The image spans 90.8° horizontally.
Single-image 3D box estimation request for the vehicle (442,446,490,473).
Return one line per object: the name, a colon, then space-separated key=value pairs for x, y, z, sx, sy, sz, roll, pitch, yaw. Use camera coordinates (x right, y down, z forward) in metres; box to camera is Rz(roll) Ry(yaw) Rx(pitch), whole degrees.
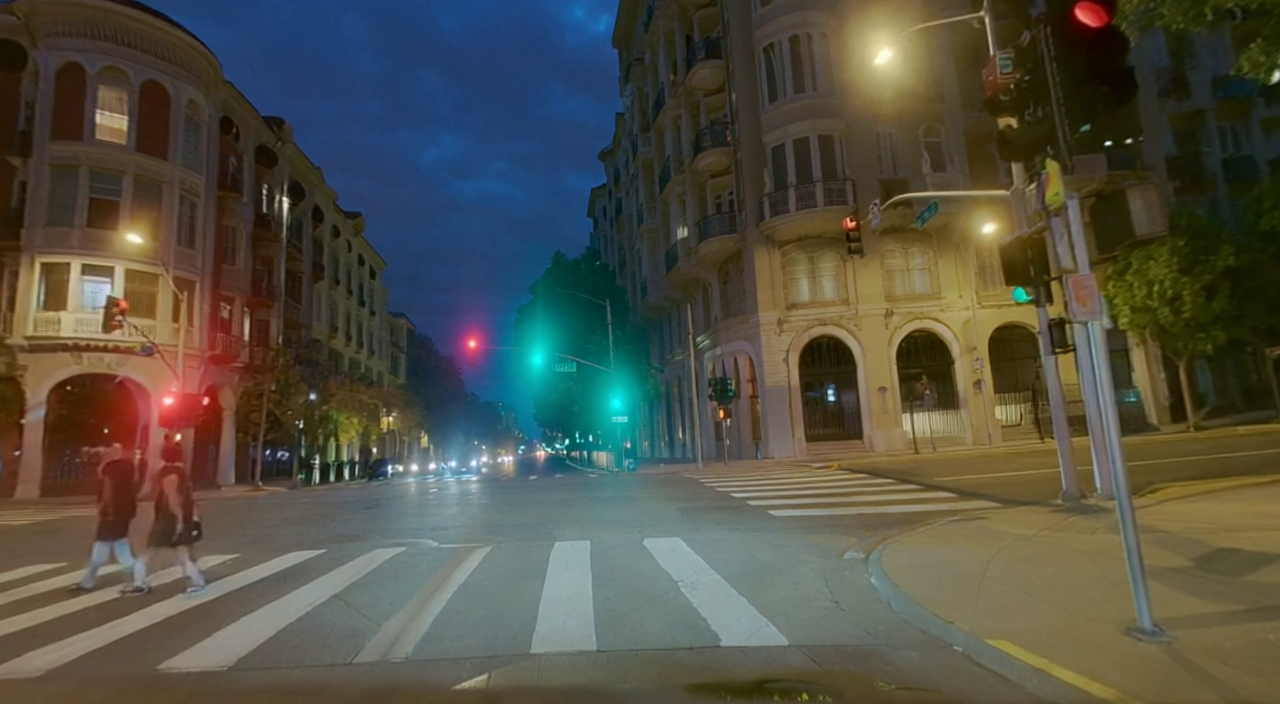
vehicle: x=-10.454 y=6.469 z=38.170 sx=2.196 sy=1.503 sz=4.371 roll=1 pitch=-8 yaw=-8
